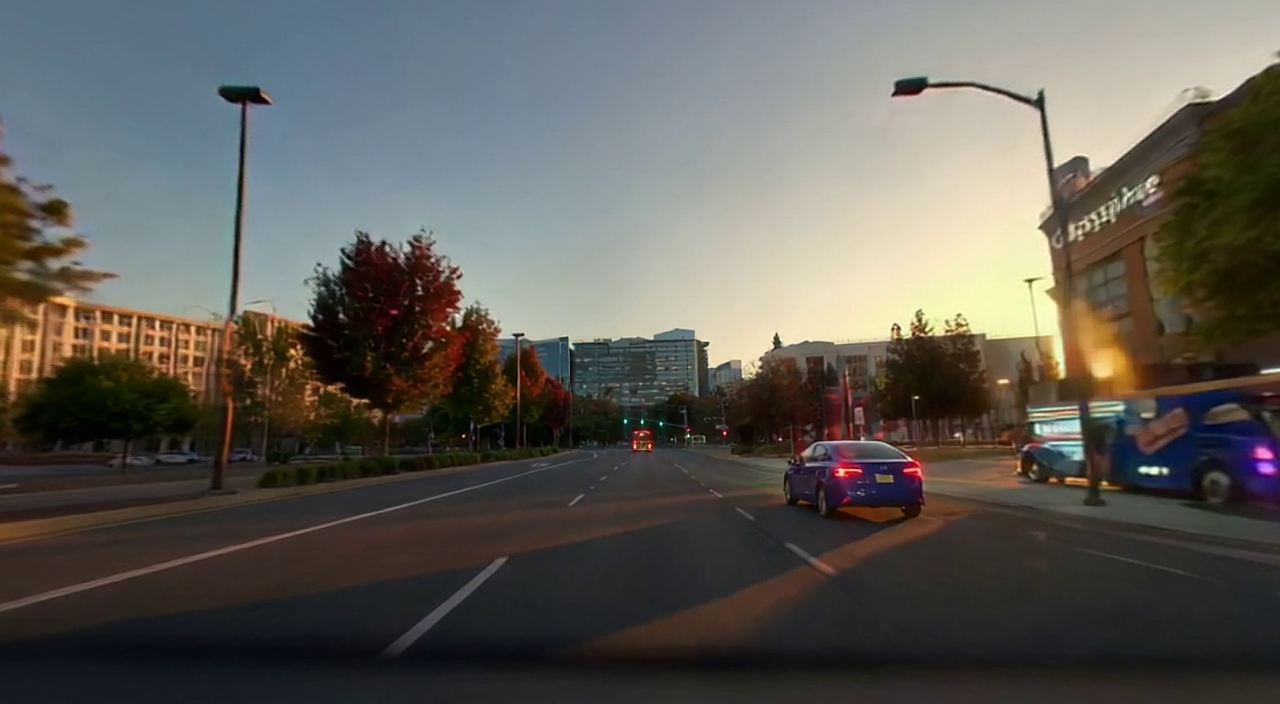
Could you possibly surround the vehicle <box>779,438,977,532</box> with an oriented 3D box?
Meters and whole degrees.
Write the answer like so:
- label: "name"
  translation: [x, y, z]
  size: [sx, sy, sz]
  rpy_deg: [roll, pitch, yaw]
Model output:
- label: "vehicle"
  translation: [4.271, 2.437, 12.301]
  size: [2.005, 1.442, 4.675]
  rpy_deg: [0, -8, 0]
